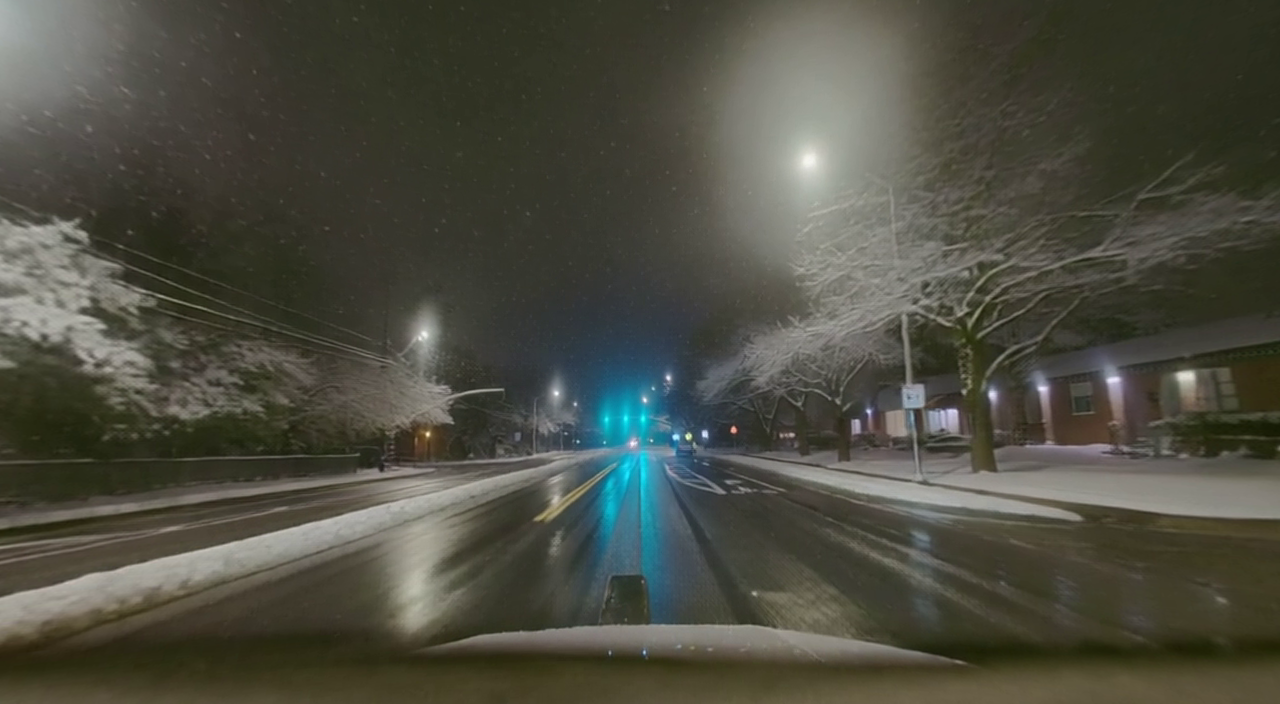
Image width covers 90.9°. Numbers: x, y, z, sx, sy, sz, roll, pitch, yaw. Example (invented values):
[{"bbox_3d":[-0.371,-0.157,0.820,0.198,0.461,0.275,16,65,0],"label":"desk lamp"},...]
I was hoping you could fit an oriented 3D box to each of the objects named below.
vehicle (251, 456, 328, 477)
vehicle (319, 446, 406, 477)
[{"bbox_3d":[-27.506,9.002,49.526,4.696,1.518,2.224,0,-8,-2],"label":"vehicle"},{"bbox_3d":[-21.667,8.564,49.331,5.841,1.902,2.244,-5,-8,4],"label":"vehicle"}]
